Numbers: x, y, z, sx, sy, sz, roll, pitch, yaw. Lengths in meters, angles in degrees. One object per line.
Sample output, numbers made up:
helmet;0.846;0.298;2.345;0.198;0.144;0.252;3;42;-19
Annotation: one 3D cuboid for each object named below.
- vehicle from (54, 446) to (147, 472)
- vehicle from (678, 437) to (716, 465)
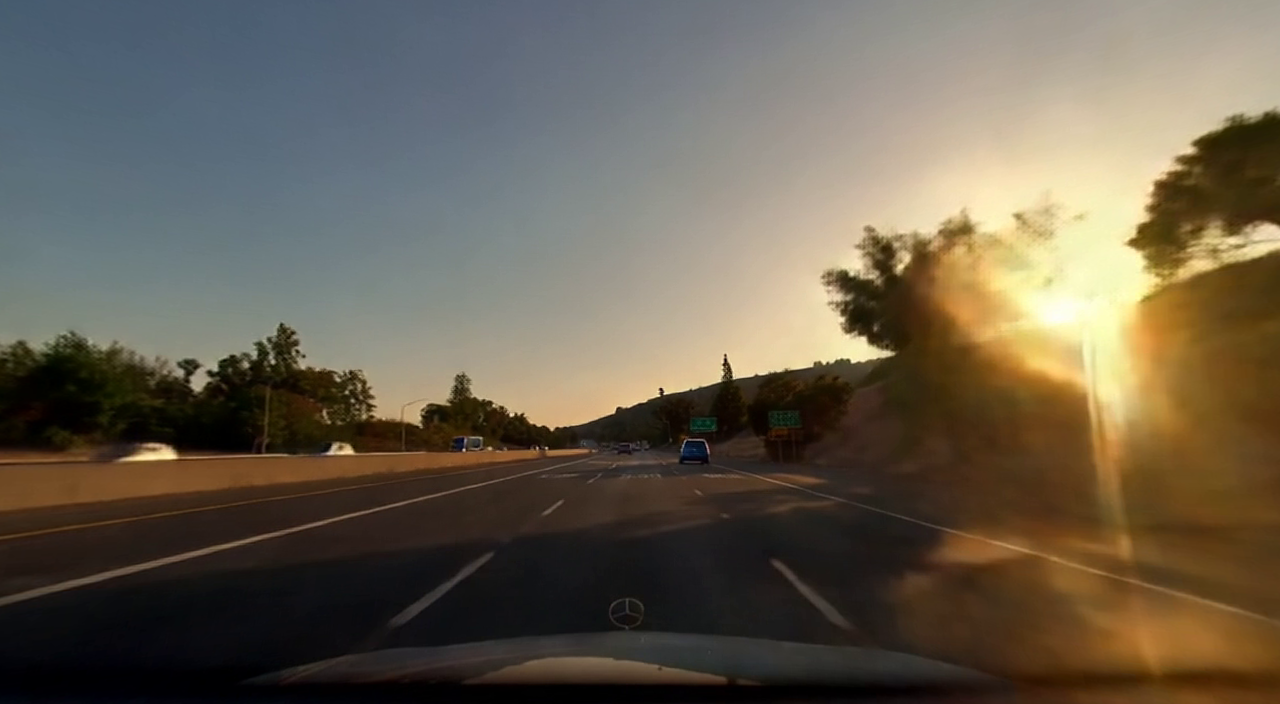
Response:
vehicle;-33.035;6.528;38.801;1.864;1.460;4.330;0;-8;0
vehicle;4.115;7.202;46.141;2.172;1.930;4.879;0;-8;-2
